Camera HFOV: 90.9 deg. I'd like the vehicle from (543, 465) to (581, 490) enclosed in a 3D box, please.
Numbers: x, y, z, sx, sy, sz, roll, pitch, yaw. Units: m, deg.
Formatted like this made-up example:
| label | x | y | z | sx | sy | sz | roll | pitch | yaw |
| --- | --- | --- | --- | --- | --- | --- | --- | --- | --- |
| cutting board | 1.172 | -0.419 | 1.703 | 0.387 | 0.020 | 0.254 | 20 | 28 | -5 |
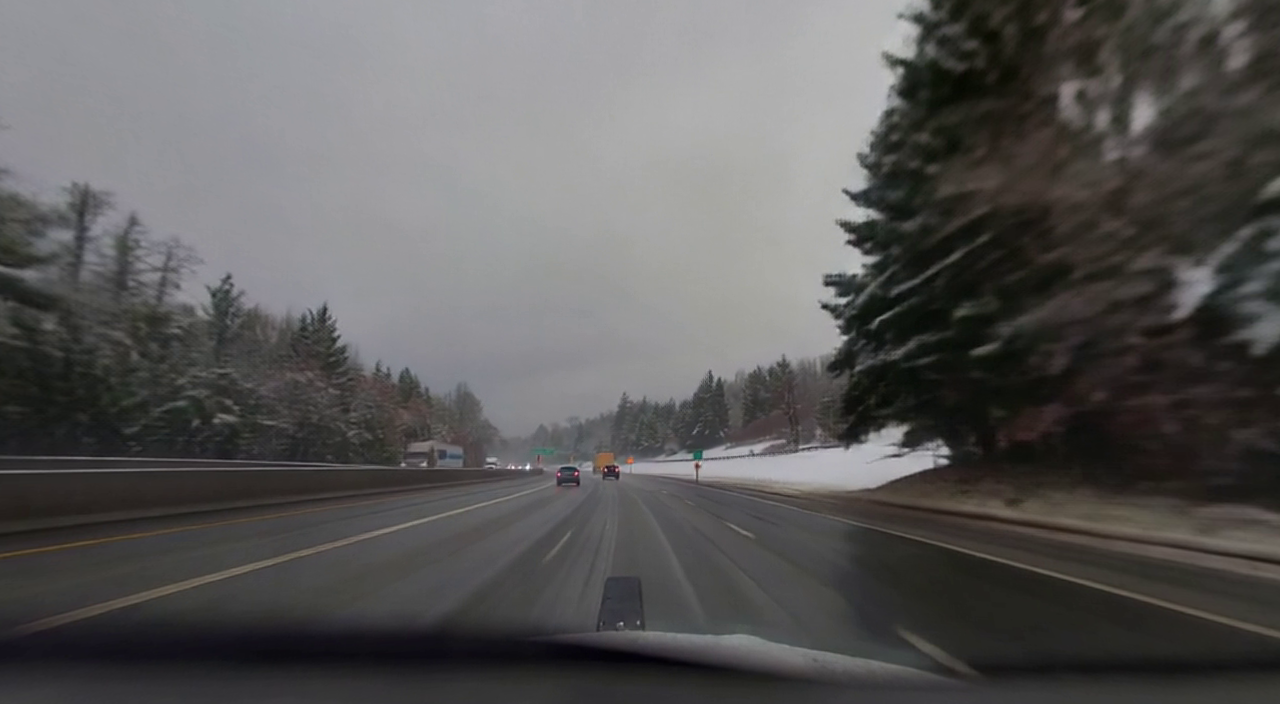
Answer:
| label | x | y | z | sx | sy | sz | roll | pitch | yaw |
| --- | --- | --- | --- | --- | --- | --- | --- | --- | --- |
| vehicle | -5.149 | 8.384 | 42.354 | 2.115 | 1.546 | 4.638 | 1 | -10 | -2 |
